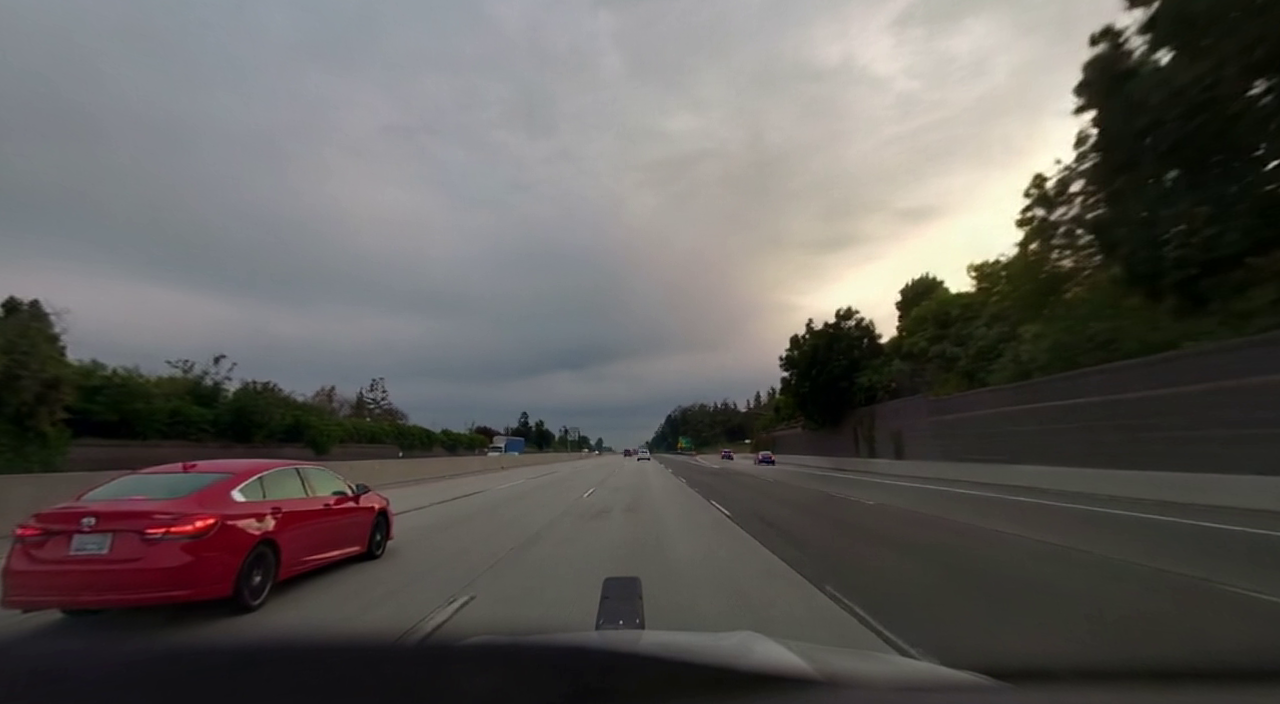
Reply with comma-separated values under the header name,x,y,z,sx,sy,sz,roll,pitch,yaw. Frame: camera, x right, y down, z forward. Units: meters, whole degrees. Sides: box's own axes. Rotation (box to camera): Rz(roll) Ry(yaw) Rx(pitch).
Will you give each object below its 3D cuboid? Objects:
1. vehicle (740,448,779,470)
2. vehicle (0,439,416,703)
name,x,y,z,sx,sy,sz,roll,pitch,yaw
vehicle,8.558,7.680,45.516,1.884,1.485,4.600,0,-9,0
vehicle,-3.811,1.549,5.661,1.873,1.438,4.546,0,-9,1
